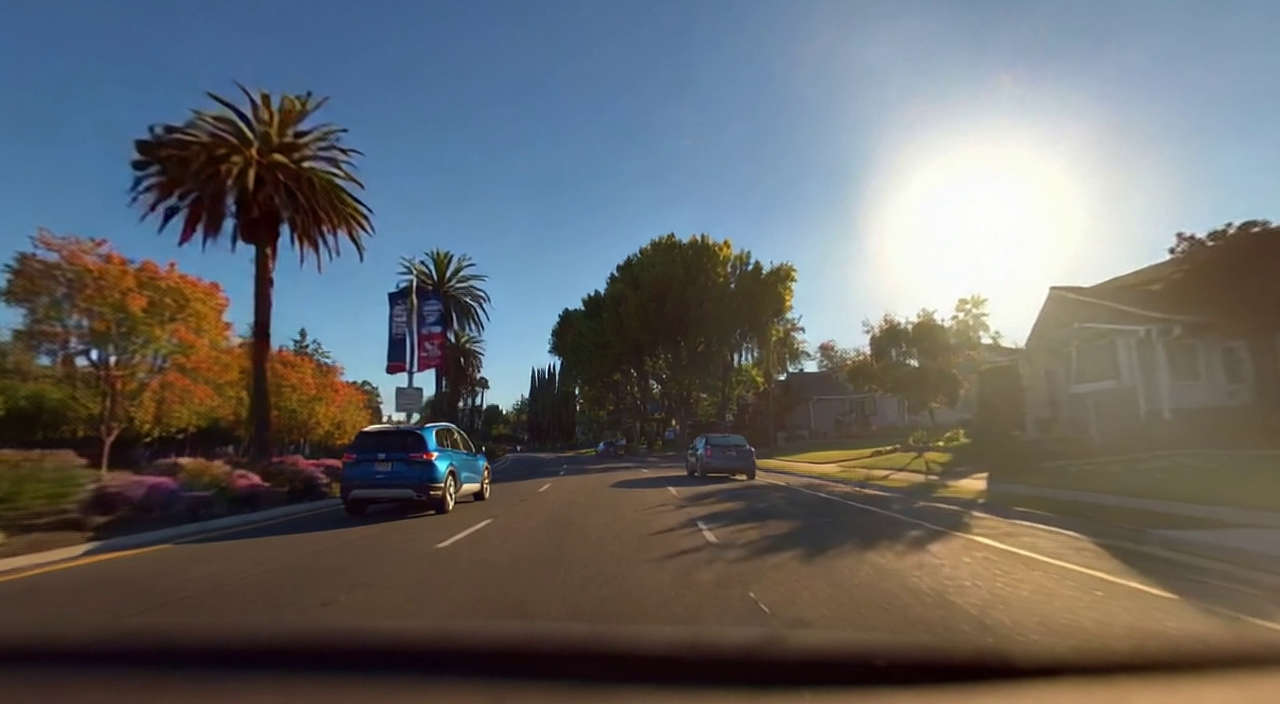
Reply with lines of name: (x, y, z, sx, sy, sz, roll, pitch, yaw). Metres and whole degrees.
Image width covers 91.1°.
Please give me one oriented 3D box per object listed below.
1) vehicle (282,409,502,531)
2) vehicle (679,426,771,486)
vehicle: (-4.147, 2.072, 11.621, 2.150, 1.768, 4.868, 0, -8, -1)
vehicle: (2.760, 3.531, 21.612, 2.195, 1.804, 4.658, 1, -8, -4)
